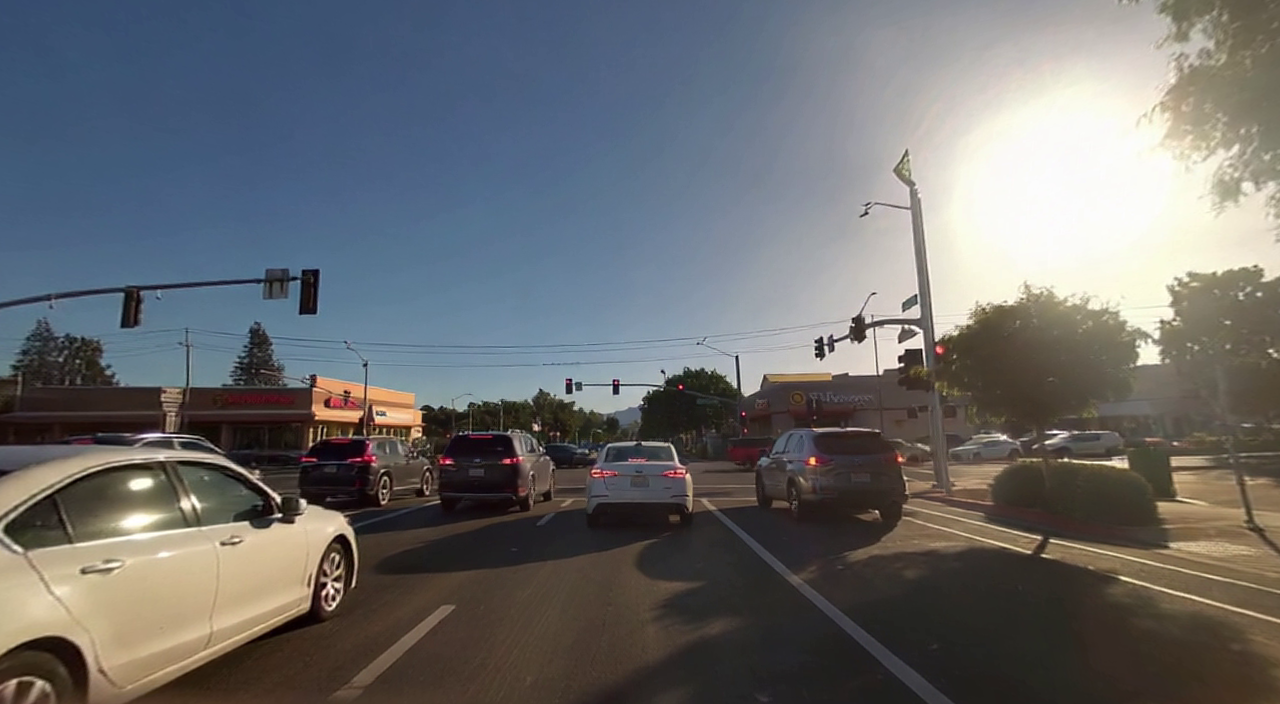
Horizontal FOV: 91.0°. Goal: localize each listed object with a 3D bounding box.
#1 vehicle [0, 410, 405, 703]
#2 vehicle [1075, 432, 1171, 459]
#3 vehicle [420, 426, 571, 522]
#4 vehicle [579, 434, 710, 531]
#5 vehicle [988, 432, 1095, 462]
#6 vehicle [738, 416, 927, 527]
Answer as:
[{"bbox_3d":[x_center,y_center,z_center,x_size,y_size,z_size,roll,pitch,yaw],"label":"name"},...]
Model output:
[{"bbox_3d":[-3.332,1.206,3.892,2.014,1.472,4.357,0,-9,1],"label":"vehicle"},{"bbox_3d":[30.547,5.927,39.914,4.432,1.680,1.932,0,-9,2],"label":"vehicle"},{"bbox_3d":[-2.827,2.509,13.407,2.072,1.694,4.070,-1,-9,2],"label":"vehicle"},{"bbox_3d":[0.113,2.353,11.875,2.032,1.499,3.994,0,-9,1],"label":"vehicle"},{"bbox_3d":[23.339,5.535,36.725,4.781,1.700,1.986,0,-9,1],"label":"vehicle"},{"bbox_3d":[3.305,2.183,11.948,2.076,1.691,4.402,0,-9,-2],"label":"vehicle"}]
